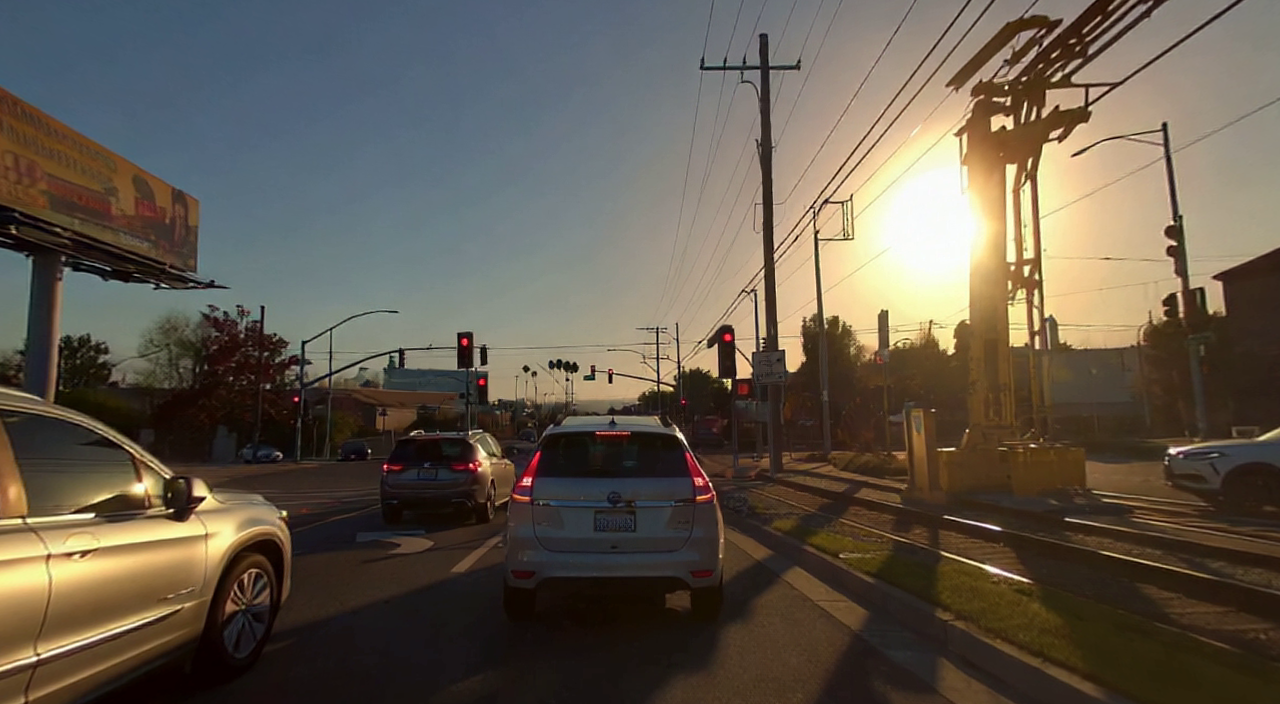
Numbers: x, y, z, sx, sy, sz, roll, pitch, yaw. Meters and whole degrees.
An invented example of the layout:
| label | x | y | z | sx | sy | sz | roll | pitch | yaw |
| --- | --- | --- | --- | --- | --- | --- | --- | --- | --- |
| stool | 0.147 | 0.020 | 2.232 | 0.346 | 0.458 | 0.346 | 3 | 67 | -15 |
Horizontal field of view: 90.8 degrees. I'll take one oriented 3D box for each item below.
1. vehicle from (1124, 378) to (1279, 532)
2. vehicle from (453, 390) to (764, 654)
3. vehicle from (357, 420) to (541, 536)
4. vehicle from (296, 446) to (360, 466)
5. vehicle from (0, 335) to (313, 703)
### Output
| label | x | y | z | sx | sy | sz | roll | pitch | yaw |
| --- | --- | --- | --- | --- | --- | --- | --- | --- | --- |
| vehicle | 9.591 | 1.313 | 8.176 | 5.060 | 1.702 | 2.033 | 1 | -9 | -4 |
| vehicle | -0.215 | 1.386 | 6.043 | 2.025 | 1.723 | 3.644 | 0 | -9 | 0 |
| vehicle | -3.154 | 2.181 | 11.491 | 1.988 | 1.678 | 4.317 | 0 | -9 | 0 |
| vehicle | -24.221 | 8.062 | 49.064 | 4.357 | 1.444 | 1.842 | -3 | -9 | 19 |
| vehicle | -3.926 | 0.859 | 2.965 | 2.052 | 1.814 | 5.184 | 0 | -9 | -1 |
